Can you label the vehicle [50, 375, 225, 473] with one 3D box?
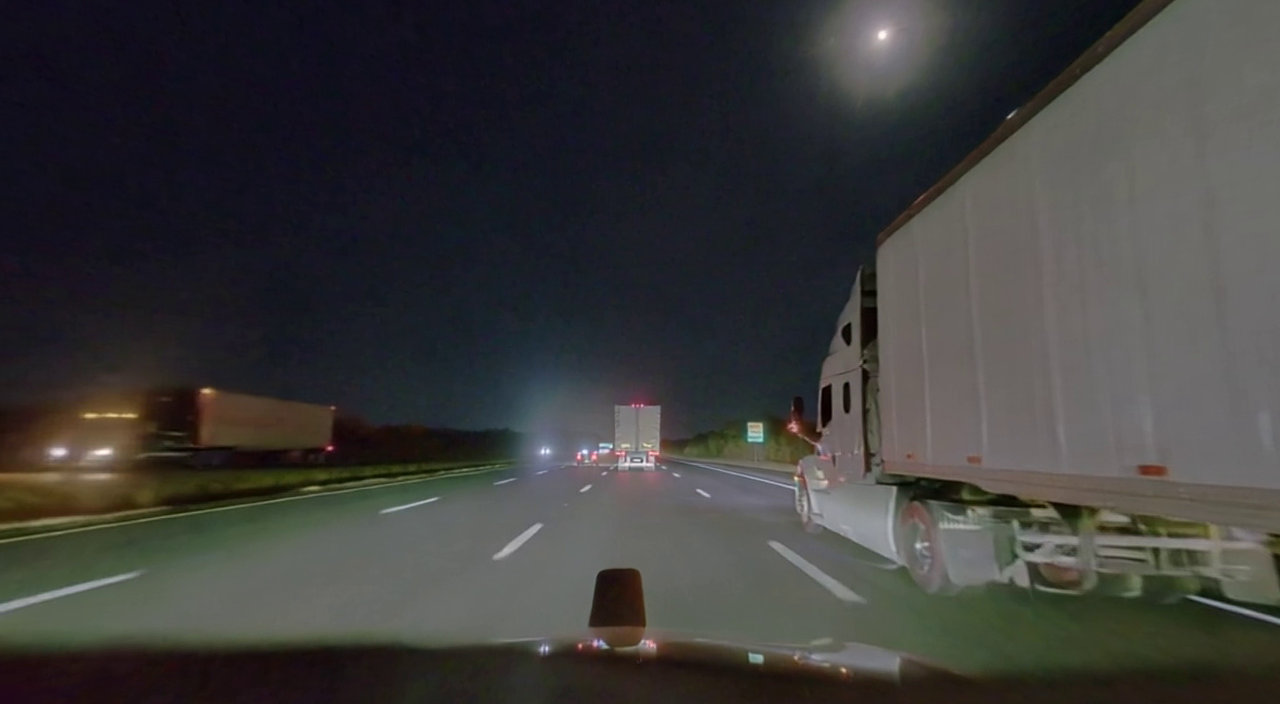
[{"bbox_3d":[-22.672,3.403,29.015,2.929,4.000,5.907,0,-9,0],"label":"vehicle"}]
